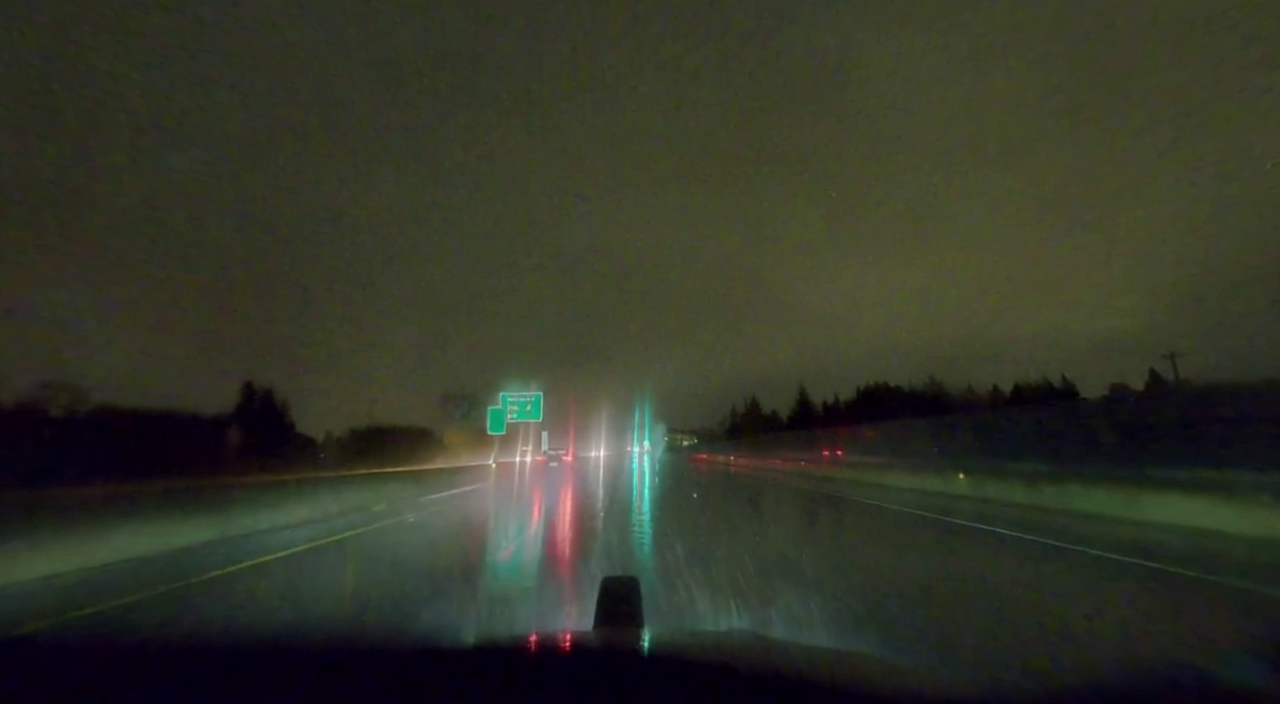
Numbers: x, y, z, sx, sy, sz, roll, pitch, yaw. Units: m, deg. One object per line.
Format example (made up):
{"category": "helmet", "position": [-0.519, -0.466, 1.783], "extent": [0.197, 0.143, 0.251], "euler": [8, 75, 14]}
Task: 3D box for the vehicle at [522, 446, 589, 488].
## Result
{"category": "vehicle", "position": [-3.277, 4.561, 25.200], "extent": [2.100, 1.525, 4.179], "euler": [0, -9, 0]}
